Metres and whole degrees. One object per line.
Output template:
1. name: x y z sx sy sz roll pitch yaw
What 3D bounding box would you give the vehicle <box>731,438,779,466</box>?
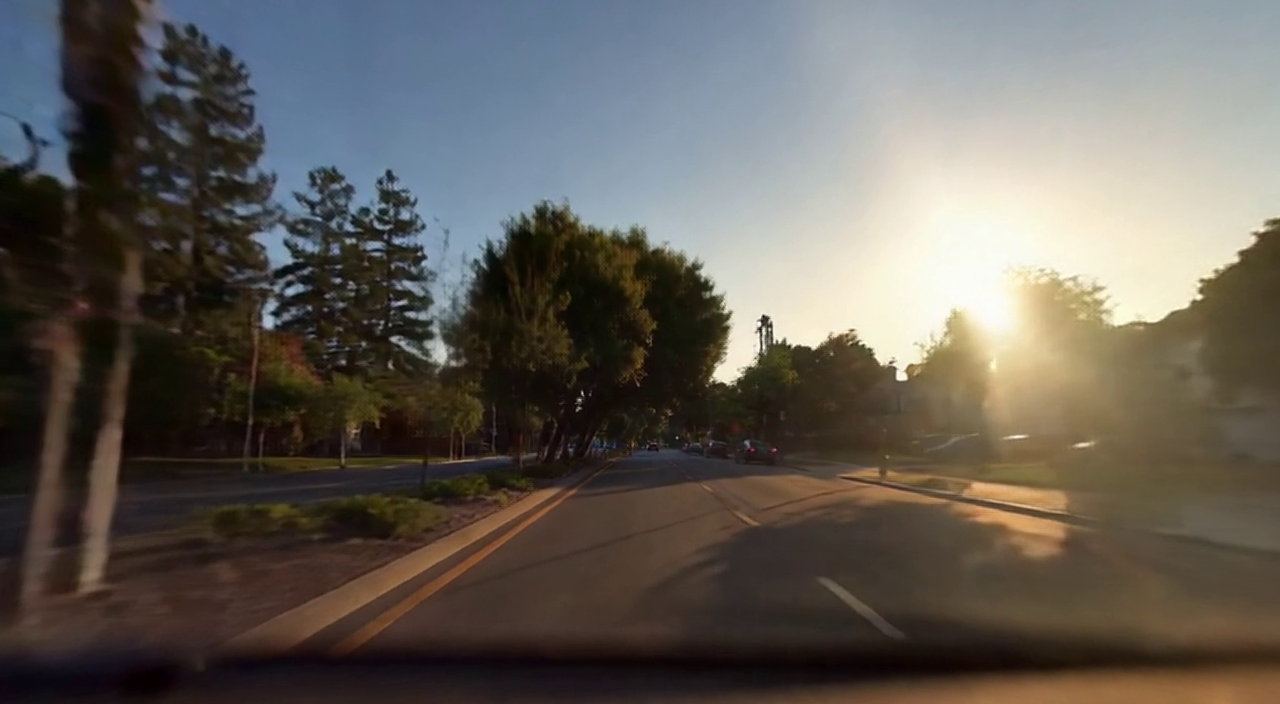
1. vehicle: 7.181 6.281 39.862 2.126 1.639 4.539 0 -8 0
